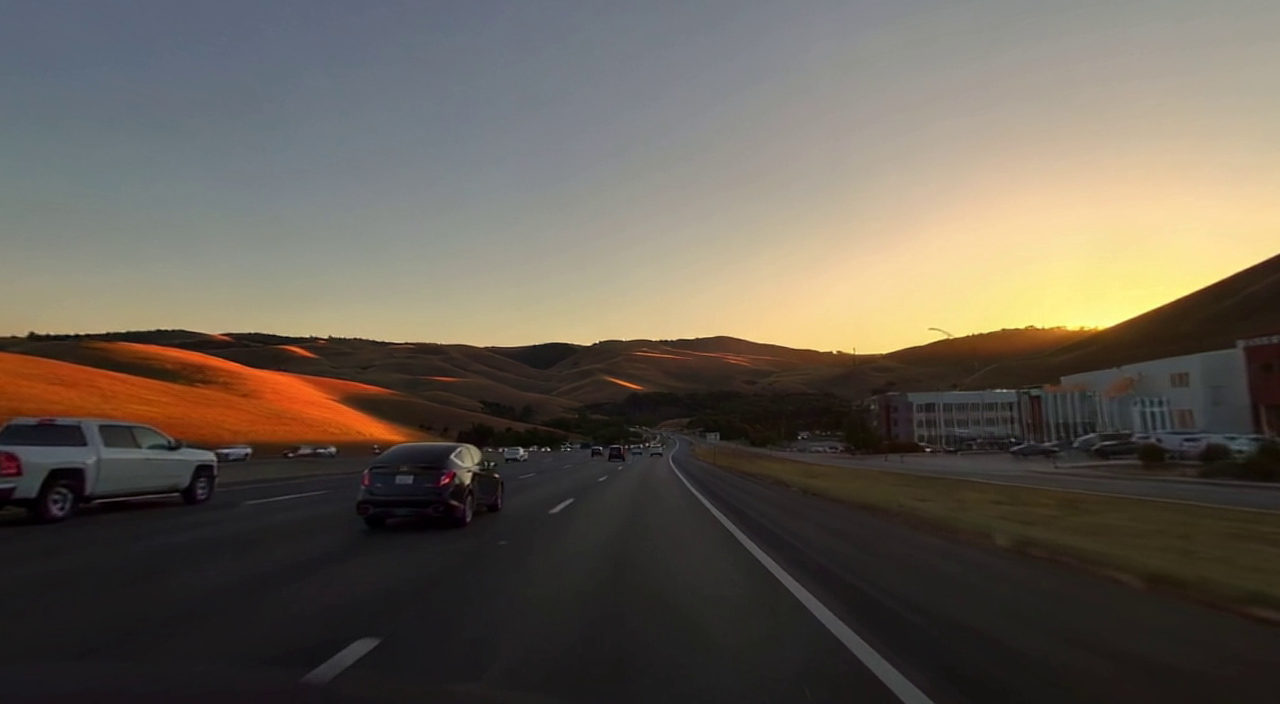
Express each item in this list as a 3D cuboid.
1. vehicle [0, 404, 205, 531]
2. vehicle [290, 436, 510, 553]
[{"bbox_3d":[-11.085,2.042,11.522,2.284,1.966,5.406,0,-8,2],"label":"vehicle"},{"bbox_3d":[-3.540,2.140,10.270,1.896,1.491,4.146,0,-8,1],"label":"vehicle"}]
